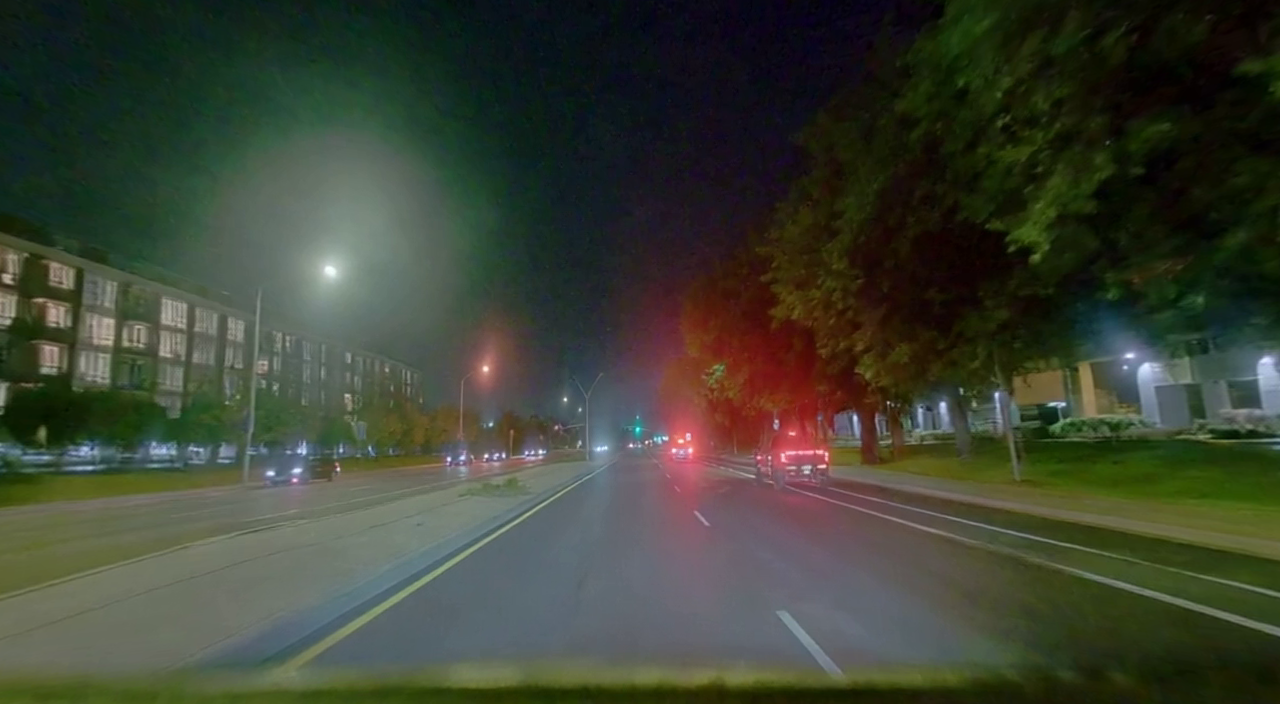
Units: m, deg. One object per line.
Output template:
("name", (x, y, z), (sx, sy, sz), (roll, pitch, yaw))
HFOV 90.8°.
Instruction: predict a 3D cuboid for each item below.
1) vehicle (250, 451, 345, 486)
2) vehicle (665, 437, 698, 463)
("vehicle", (-17.072, 5.807, 31.801), (1.973, 1.536, 4.871), (0, -8, 1))
("vehicle", (3.020, 7.273, 47.014), (2.085, 1.828, 5.383), (0, -8, -1))
